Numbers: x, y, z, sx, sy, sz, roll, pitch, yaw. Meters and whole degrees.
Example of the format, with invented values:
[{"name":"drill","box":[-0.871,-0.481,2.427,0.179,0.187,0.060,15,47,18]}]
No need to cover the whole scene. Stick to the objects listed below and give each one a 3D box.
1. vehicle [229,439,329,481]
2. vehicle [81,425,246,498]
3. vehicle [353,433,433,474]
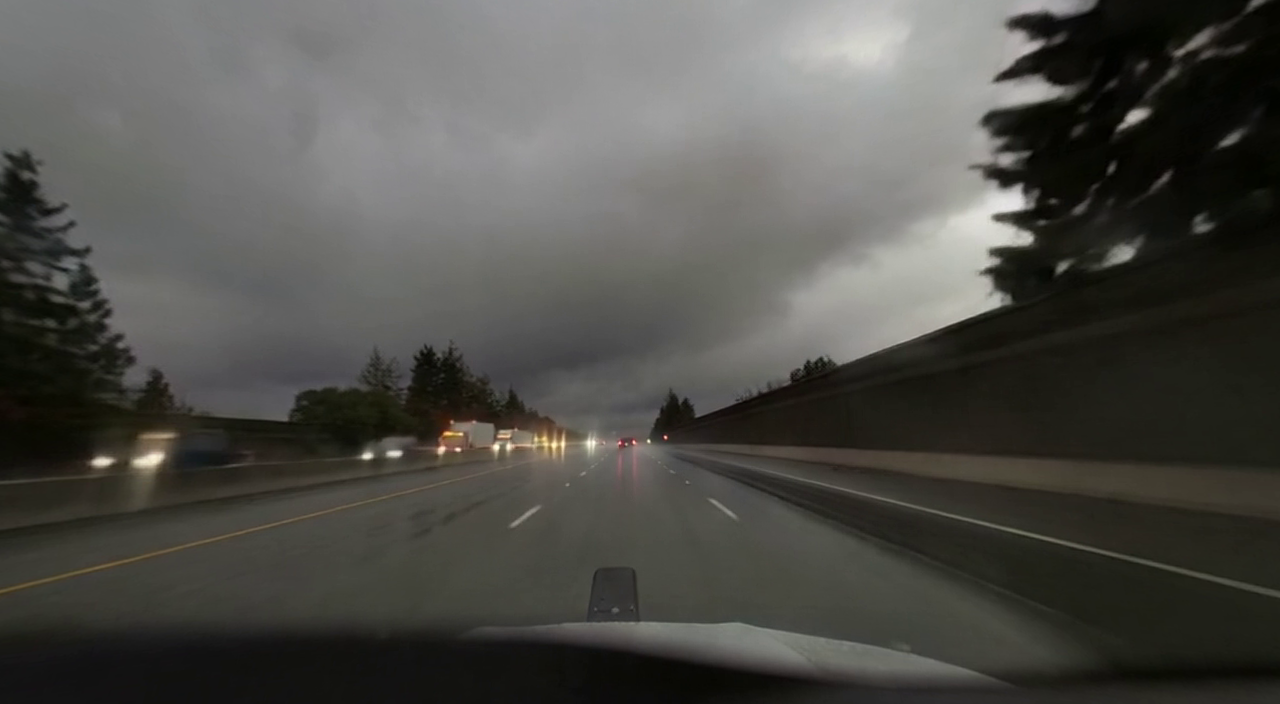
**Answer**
[{"name":"vehicle","box":[-19.466,5.832,34.327,2.390,2.038,5.581,0,-8,-3]},{"name":"vehicle","box":[-19.347,4.434,26.073,2.196,2.618,5.990,0,-8,-1]},{"name":"vehicle","box":[-12.525,5.151,32.285,2.097,1.860,5.080,0,-8,-1]}]
